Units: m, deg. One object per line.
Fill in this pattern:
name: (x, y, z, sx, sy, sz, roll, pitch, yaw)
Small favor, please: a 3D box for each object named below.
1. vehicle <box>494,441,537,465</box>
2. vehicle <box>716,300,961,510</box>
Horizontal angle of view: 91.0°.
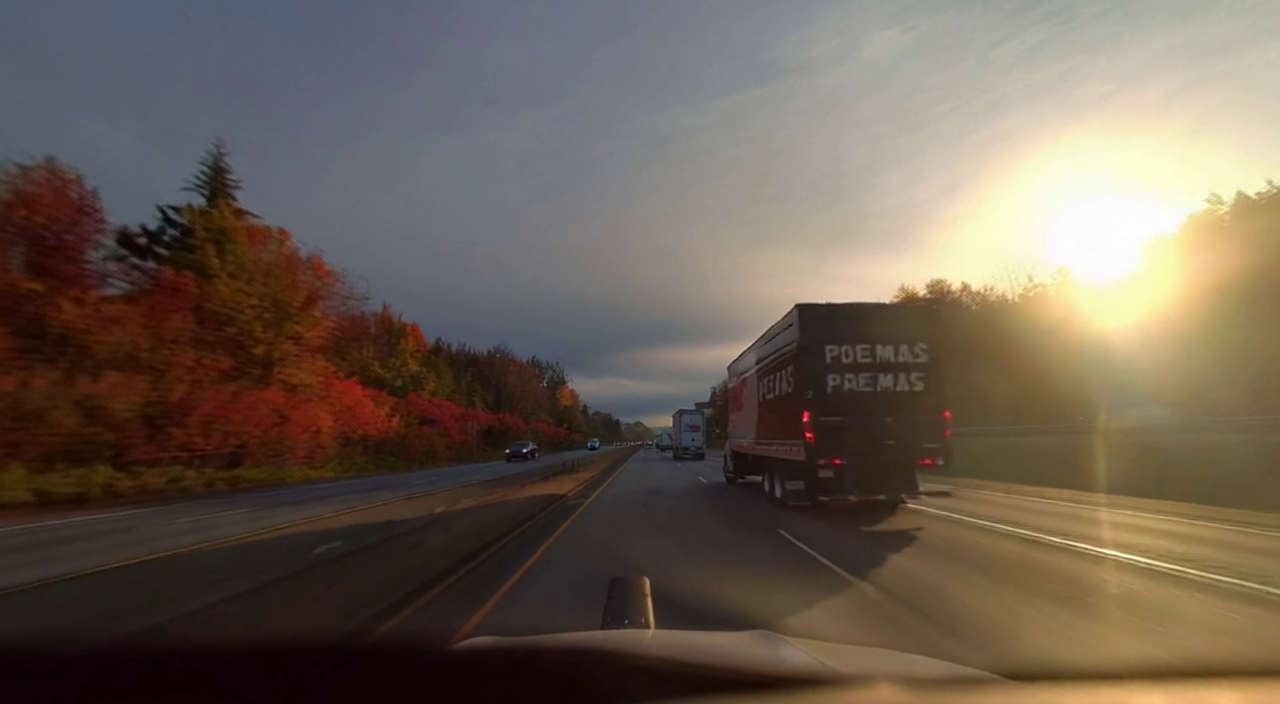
vehicle: (-9.253, 7.546, 47.109, 2.019, 1.697, 4.634, 0, -8, 3)
vehicle: (4.510, 1.936, 18.681, 2.864, 3.962, 13.768, 0, -8, 0)
